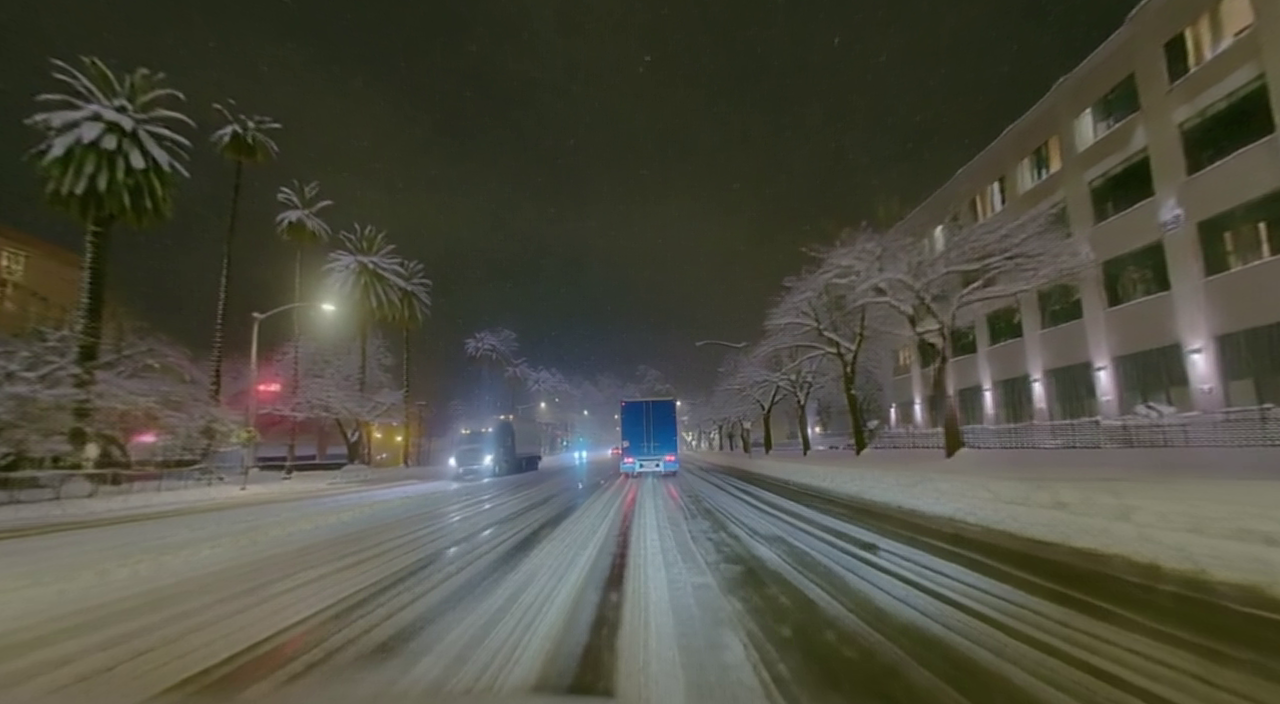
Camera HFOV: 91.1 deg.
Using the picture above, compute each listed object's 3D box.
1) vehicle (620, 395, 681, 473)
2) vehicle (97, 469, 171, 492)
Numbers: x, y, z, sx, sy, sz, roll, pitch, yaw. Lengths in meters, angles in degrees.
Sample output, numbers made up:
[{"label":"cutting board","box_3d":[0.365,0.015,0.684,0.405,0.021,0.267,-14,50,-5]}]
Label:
[{"label":"vehicle","box_3d":[0.345,5.027,37.822,2.992,3.949,11.815,0,-9,-2]},{"label":"vehicle","box_3d":[-35.193,8.931,43.726,3.645,1.436,1.673,0,-9,1]}]
